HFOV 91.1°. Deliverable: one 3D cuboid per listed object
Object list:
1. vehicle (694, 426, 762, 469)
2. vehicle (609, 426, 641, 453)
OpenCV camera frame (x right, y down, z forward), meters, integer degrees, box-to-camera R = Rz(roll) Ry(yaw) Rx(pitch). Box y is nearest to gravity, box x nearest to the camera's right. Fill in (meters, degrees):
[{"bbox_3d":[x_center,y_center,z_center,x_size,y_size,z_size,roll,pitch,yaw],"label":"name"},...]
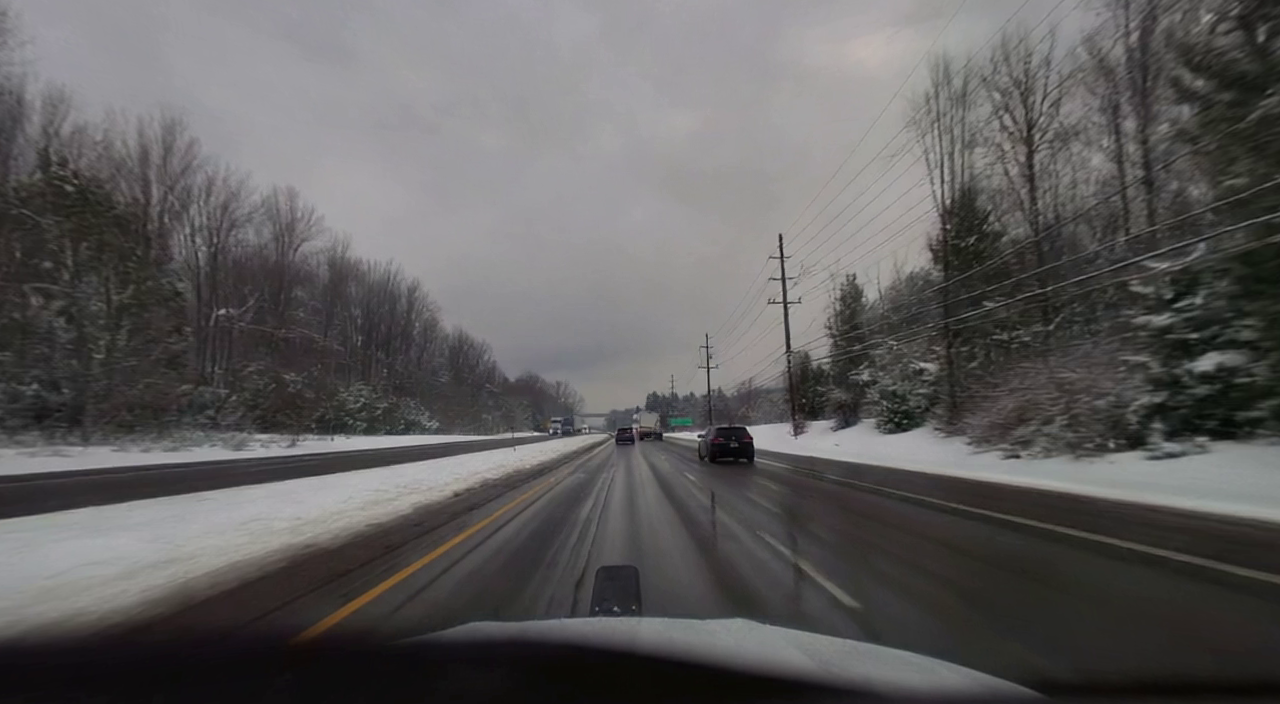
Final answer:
[{"bbox_3d":[3.414,3.773,25.107,2.062,1.581,3.914,0,-8,-1],"label":"vehicle"},{"bbox_3d":[-0.985,5.768,41.518,2.019,1.642,3.790,0,-8,-1],"label":"vehicle"}]
